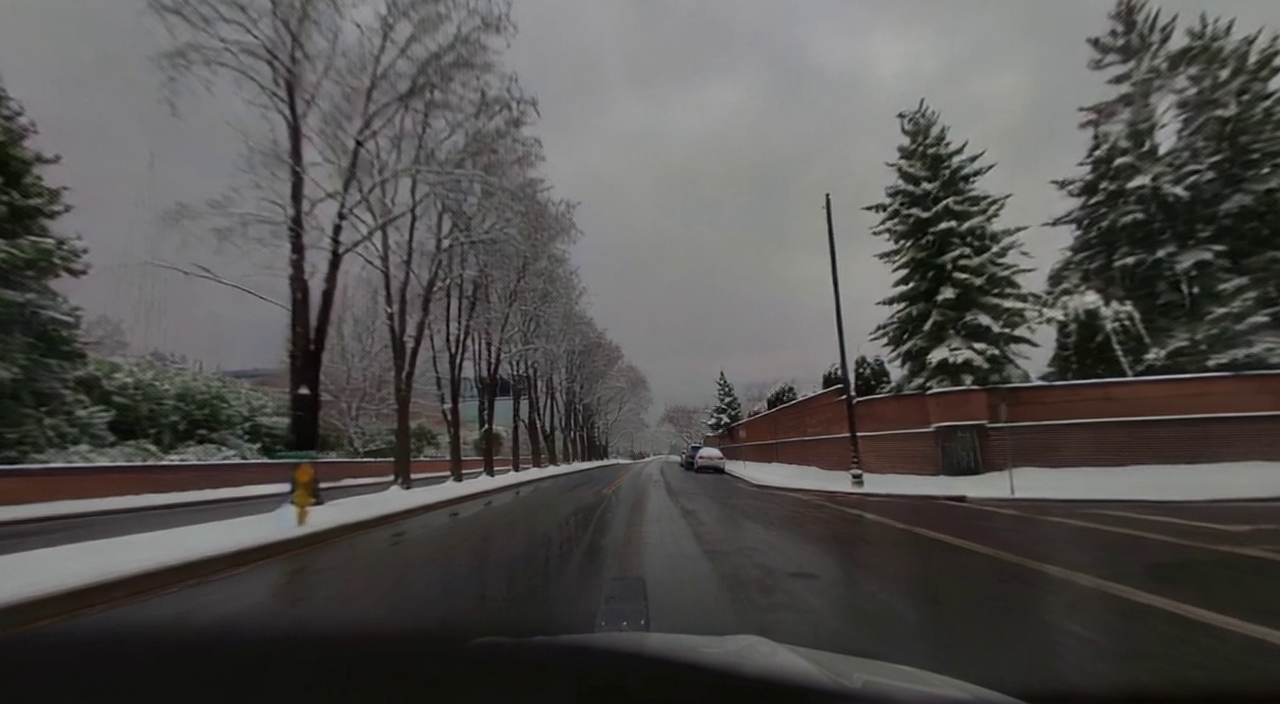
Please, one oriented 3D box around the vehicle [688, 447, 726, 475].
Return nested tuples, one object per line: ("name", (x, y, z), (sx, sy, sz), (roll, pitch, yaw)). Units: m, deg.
("vehicle", (4.269, 7.009, 40.762), (2.048, 1.596, 5.543), (2, -8, 2))
